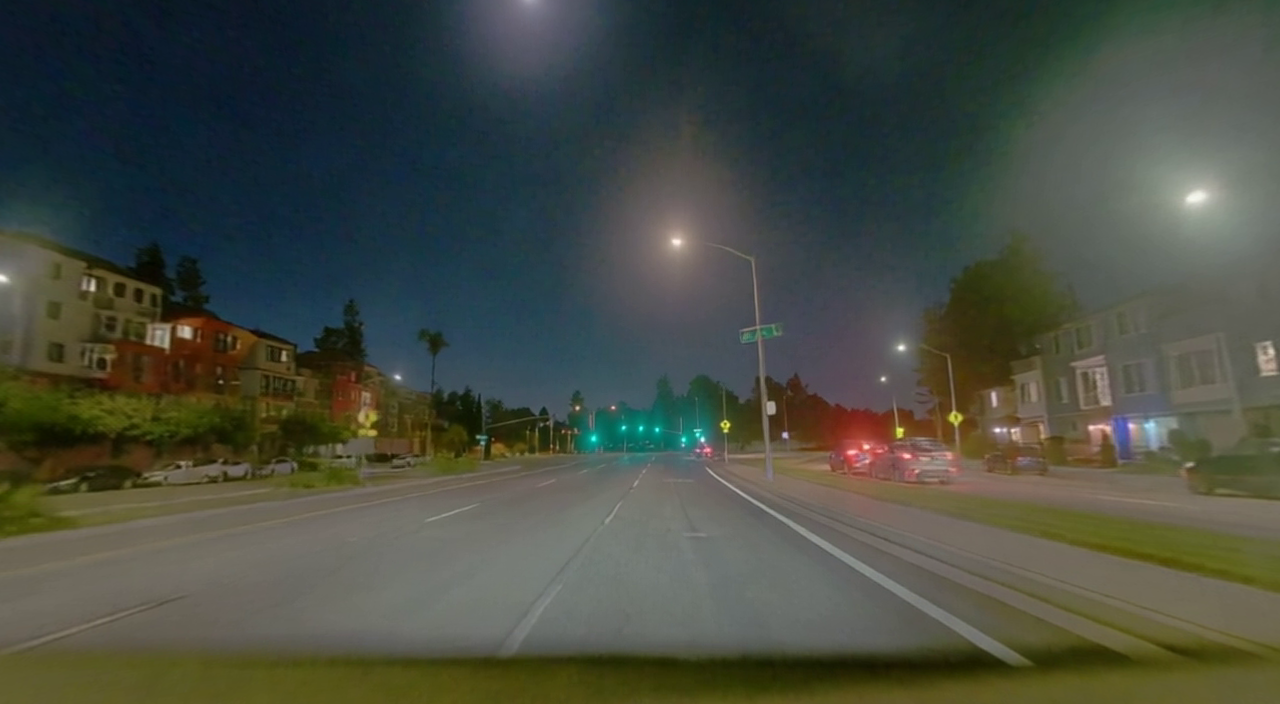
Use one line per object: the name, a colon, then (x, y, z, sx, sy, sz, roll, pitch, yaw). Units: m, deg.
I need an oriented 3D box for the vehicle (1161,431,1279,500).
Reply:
vehicle: (15.683, 2.755, 15.489, 1.940, 1.556, 4.542, 0, -8, 1)

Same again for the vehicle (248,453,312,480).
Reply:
vehicle: (-27.163, 8.735, 47.880, 1.936, 1.723, 4.573, -4, -13, 3)

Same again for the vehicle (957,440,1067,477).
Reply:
vehicle: (16.108, 4.639, 27.730, 1.969, 1.465, 4.930, 0, -8, 2)

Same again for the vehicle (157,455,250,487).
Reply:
vehicle: (-27.610, 7.504, 40.234, 2.076, 1.815, 4.985, -1, -9, 5)

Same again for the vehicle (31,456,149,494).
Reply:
vehicle: (-28.113, 6.408, 32.517, 1.983, 1.691, 4.336, -3, -13, 2)

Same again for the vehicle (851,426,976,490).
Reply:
vehicle: (9.096, 3.719, 21.541, 1.923, 1.741, 4.683, -3, -13, -2)

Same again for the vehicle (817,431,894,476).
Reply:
vehicle: (9.172, 4.486, 27.318, 2.004, 1.476, 4.588, -4, -14, 4)
